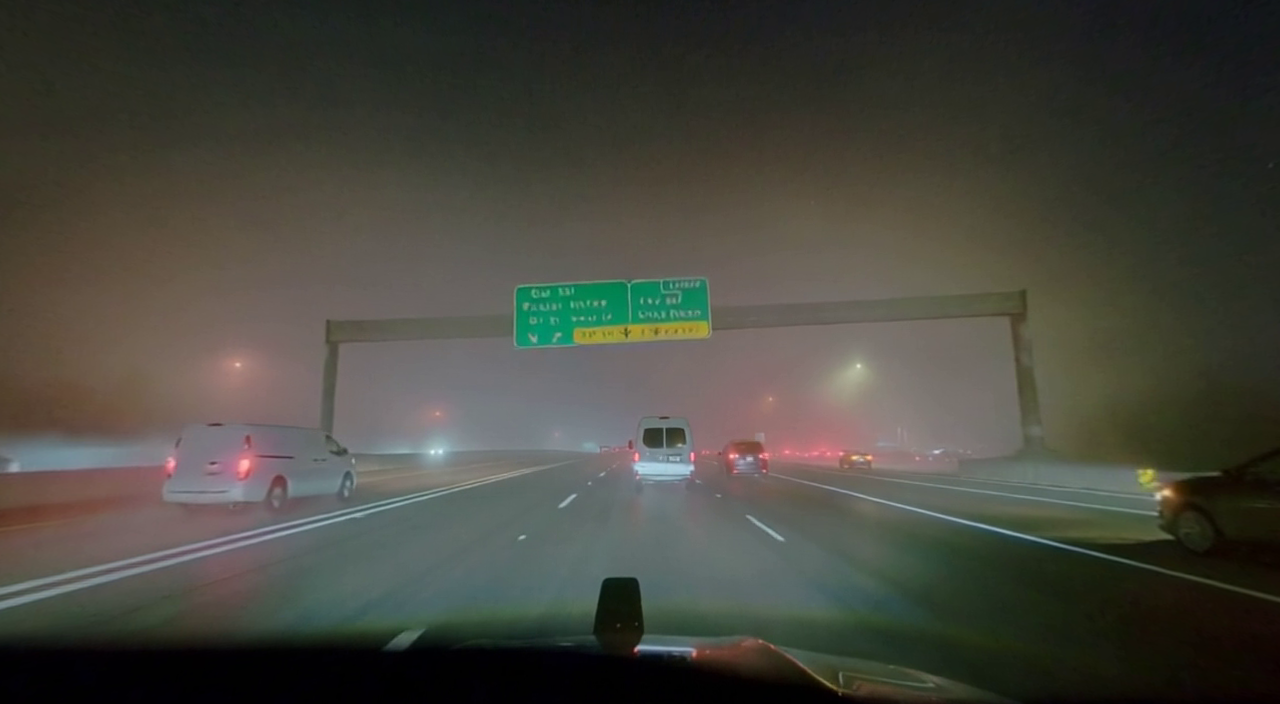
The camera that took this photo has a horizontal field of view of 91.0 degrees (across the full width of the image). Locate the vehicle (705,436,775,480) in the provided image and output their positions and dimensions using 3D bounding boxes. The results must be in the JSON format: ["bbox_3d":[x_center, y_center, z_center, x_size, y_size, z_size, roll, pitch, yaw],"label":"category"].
[{"bbox_3d":[4.052,4.379,26.267,2.146,1.678,4.489,0,-9,-1],"label":"vehicle"}]

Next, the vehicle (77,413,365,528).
[{"bbox_3d":[-7.599,2.210,12.308,2.192,1.776,4.957,0,-9,0],"label":"vehicle"}]

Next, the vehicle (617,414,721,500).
[{"bbox_3d":[0.646,2.884,17.588,2.509,2.062,4.639,0,-9,-1],"label":"vehicle"}]

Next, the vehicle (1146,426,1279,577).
[{"bbox_3d":[7.471,1.422,5.730,2.016,1.507,4.474,0,-9,0],"label":"vehicle"}]
